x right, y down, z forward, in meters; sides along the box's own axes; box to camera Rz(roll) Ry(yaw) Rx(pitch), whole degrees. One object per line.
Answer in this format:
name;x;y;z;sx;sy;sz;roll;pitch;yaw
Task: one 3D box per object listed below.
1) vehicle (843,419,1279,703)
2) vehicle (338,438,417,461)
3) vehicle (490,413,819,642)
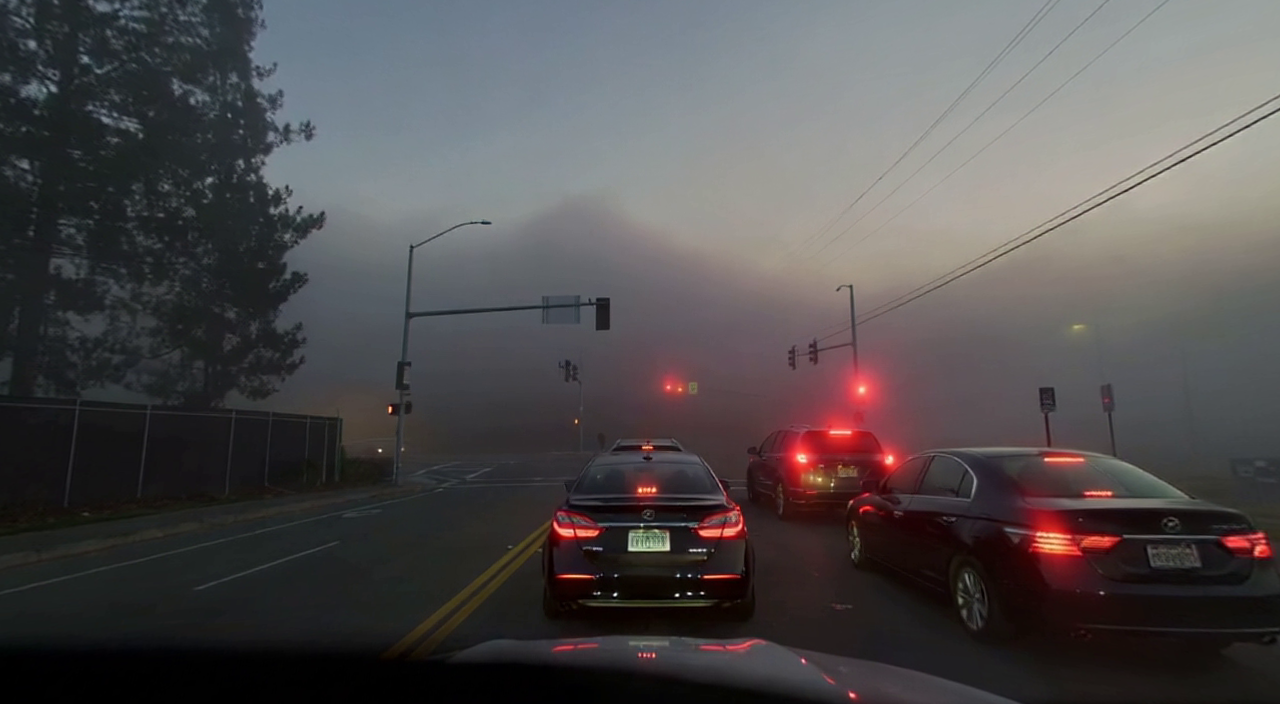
vehicle;3.086;1.247;4.138;2.027;1.432;4.431;0;-8;0
vehicle;-17.233;6.404;41.461;4.406;1.458;1.892;-1;-8;7
vehicle;0.067;1.485;6.427;2.170;1.497;4.369;0;-8;-1
